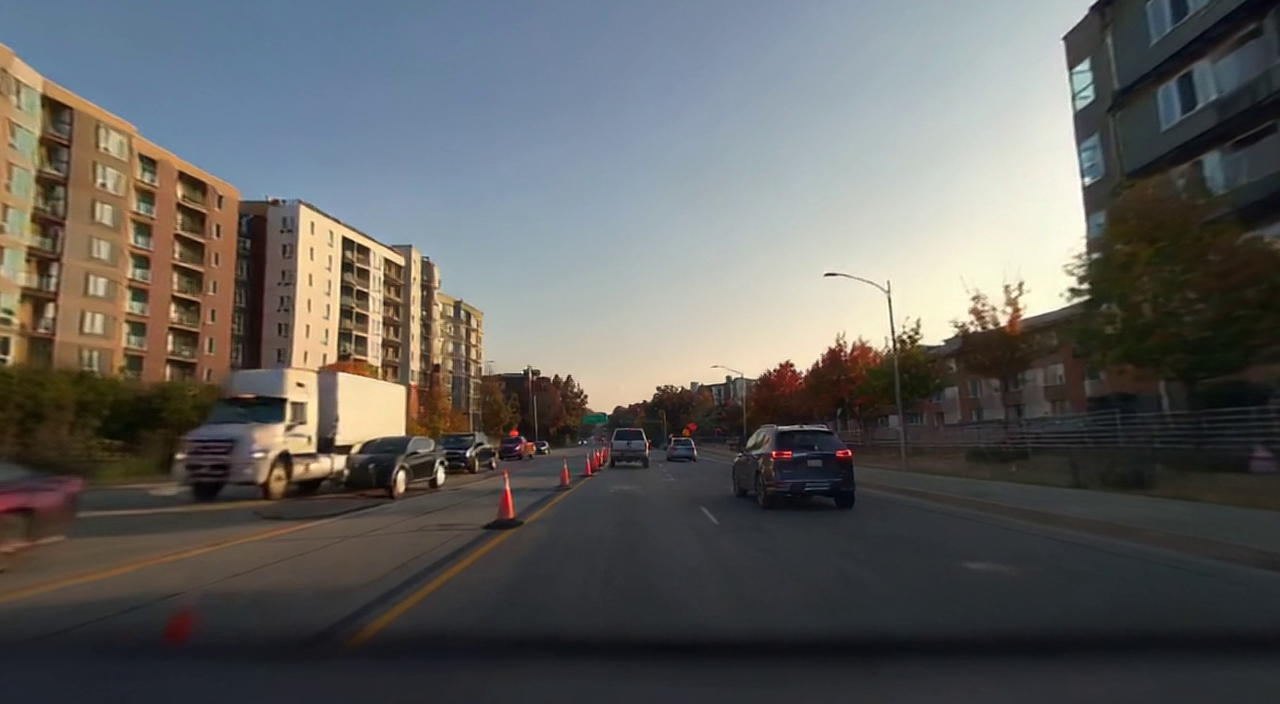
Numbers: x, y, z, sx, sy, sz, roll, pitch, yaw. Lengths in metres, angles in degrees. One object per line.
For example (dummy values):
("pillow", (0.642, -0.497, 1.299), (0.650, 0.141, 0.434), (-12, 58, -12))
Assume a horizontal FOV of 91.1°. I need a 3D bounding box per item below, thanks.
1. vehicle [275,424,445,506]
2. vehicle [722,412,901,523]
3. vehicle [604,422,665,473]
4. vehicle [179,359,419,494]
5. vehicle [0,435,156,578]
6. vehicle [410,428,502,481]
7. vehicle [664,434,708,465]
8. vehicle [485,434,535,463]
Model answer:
("vehicle", (-7.300, 2.968, 17.123), (2.437, 1.820, 4.827), (-2, -8, 0))
("vehicle", (3.224, 2.328, 13.263), (2.120, 1.828, 5.531), (0, -8, -1))
("vehicle", (-0.343, 4.843, 31.965), (2.762, 2.309, 6.723), (0, -8, -2))
("vehicle", (-11.155, 2.750, 22.265), (2.988, 3.755, 9.456), (0, -8, 1))
("vehicle", (-7.669, 1.580, 6.302), (1.881, 1.485, 4.522), (0, -8, 2))
("vehicle", (-7.616, 4.301, 26.717), (2.296, 1.911, 5.688), (-2, -8, -1))
("vehicle", (2.804, 6.151, 39.739), (2.187, 1.835, 5.471), (0, -8, -2))
("vehicle", (-9.241, 6.925, 45.024), (2.192, 1.923, 4.970), (-1, -8, 4))
